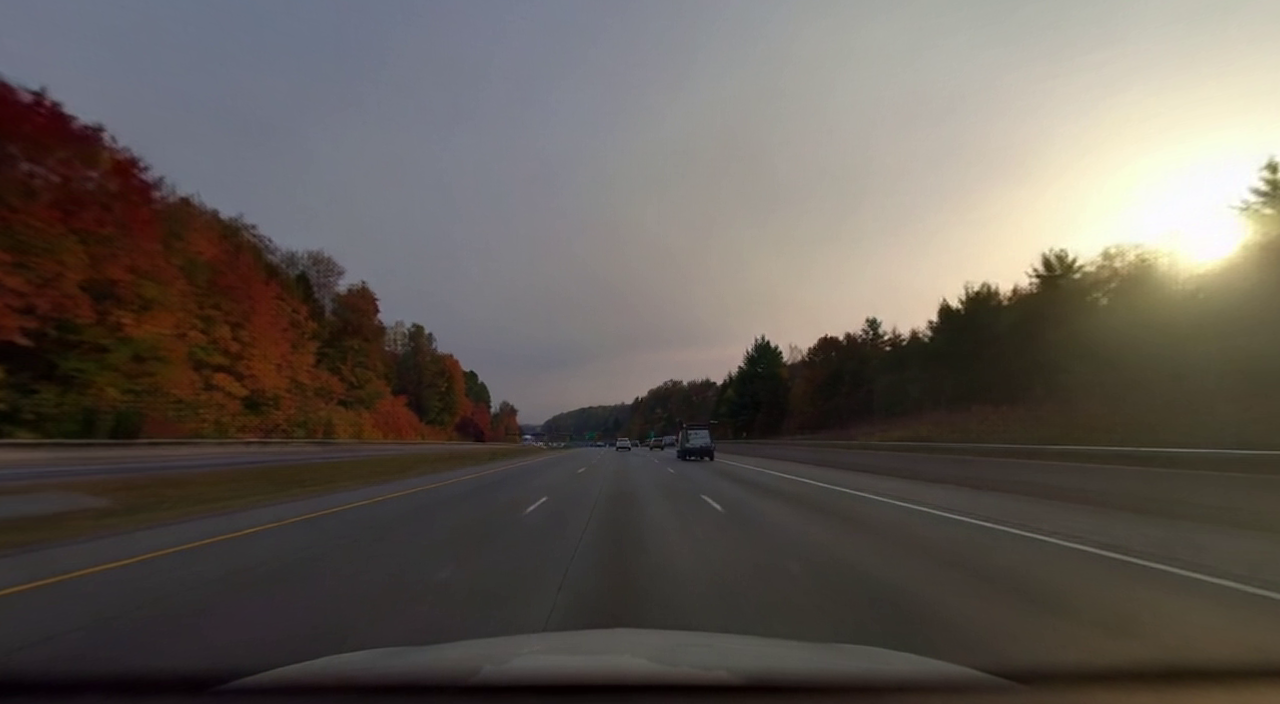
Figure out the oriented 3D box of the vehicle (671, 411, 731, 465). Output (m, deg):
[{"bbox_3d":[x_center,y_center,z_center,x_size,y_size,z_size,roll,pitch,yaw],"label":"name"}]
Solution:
[{"bbox_3d":[3.093,4.534,33.221,2.411,2.614,5.781,0,-8,-1],"label":"vehicle"}]
